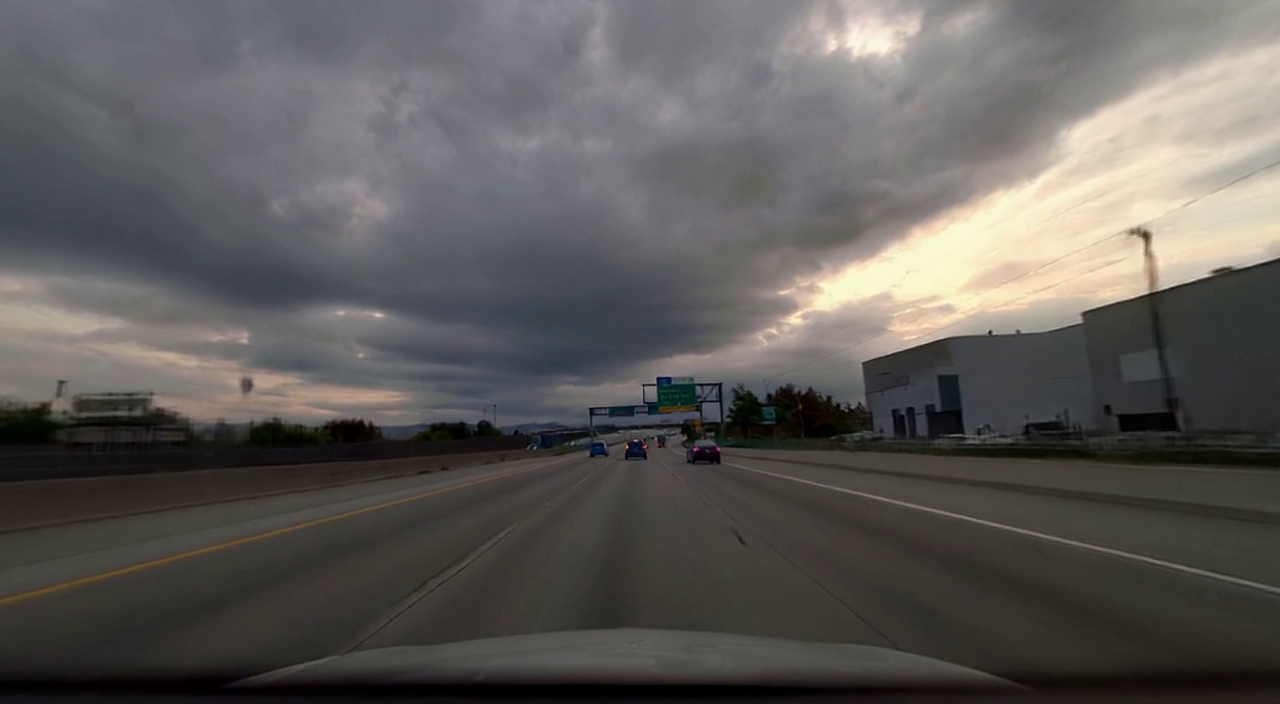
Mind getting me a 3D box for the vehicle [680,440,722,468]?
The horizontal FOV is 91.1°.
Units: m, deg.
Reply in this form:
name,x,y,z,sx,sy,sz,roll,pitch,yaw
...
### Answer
name,x,y,z,sx,sy,sz,roll,pitch,yaw
vehicle,3.515,5.937,36.767,1.992,1.532,3.996,0,-8,-1
